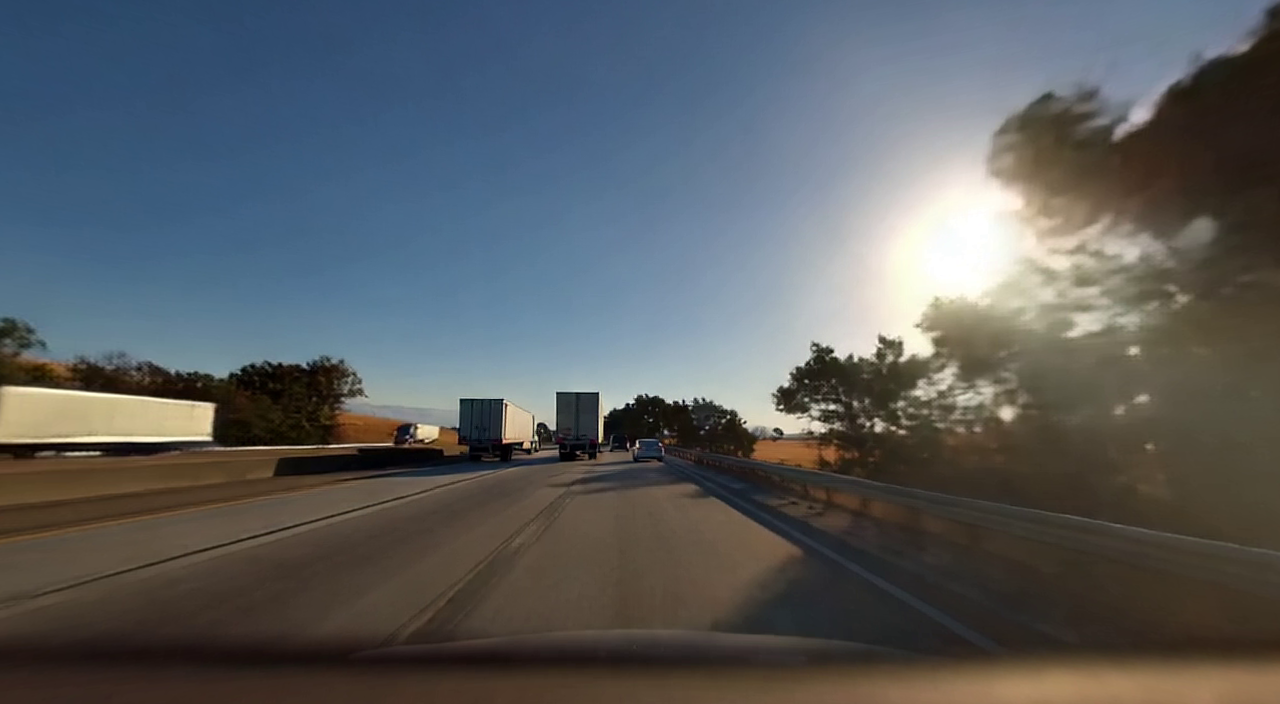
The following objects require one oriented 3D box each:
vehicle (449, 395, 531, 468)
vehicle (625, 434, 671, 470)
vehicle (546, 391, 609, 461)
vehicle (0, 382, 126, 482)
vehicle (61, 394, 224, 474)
[{"bbox_3d":[-7.648,4.204,33.088,2.728,3.405,7.096,0,-8,-2],"label":"vehicle"},{"bbox_3d":[0.290,4.468,28.366,1.891,1.477,3.599,0,-8,-3],"label":"vehicle"},{"bbox_3d":[-4.045,5.503,45.283,3.475,4.037,17.454,0,-8,-2],"label":"vehicle"},{"bbox_3d":[-27.880,3.419,26.641,2.939,4.084,11.236,0,-8,-1],"label":"vehicle"},{"bbox_3d":[-28.065,4.740,36.206,2.854,4.059,7.954,0,-8,-1],"label":"vehicle"}]
